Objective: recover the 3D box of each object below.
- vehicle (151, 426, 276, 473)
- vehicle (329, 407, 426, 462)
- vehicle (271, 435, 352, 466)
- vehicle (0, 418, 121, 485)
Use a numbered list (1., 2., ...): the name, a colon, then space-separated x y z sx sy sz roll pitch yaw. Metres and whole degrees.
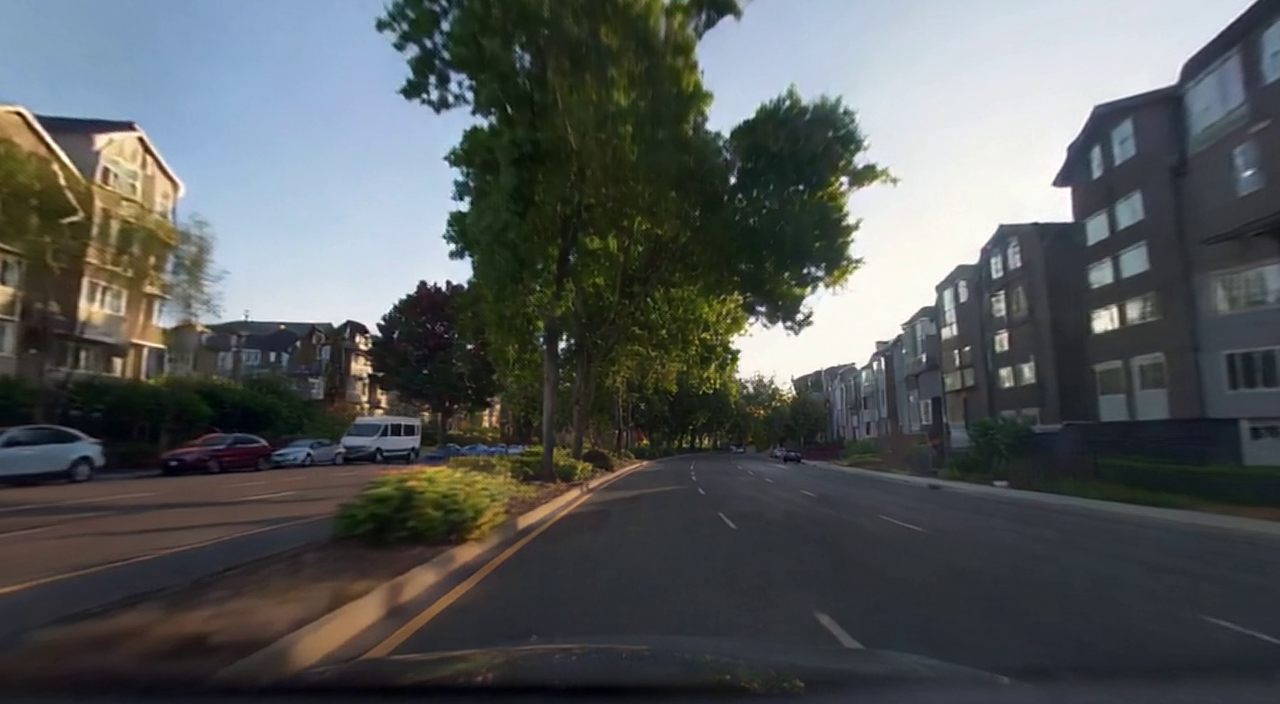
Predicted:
1. vehicle: -18.348 4.217 27.519 2.001 1.836 4.746 0 -9 2
2. vehicle: -17.103 5.484 41.771 2.766 3.279 6.821 0 -8 6
3. vehicle: -17.833 5.388 34.555 1.808 1.531 4.366 1 -9 3
4. vehicle: -18.526 2.890 18.289 2.295 1.809 5.236 0 -9 3
